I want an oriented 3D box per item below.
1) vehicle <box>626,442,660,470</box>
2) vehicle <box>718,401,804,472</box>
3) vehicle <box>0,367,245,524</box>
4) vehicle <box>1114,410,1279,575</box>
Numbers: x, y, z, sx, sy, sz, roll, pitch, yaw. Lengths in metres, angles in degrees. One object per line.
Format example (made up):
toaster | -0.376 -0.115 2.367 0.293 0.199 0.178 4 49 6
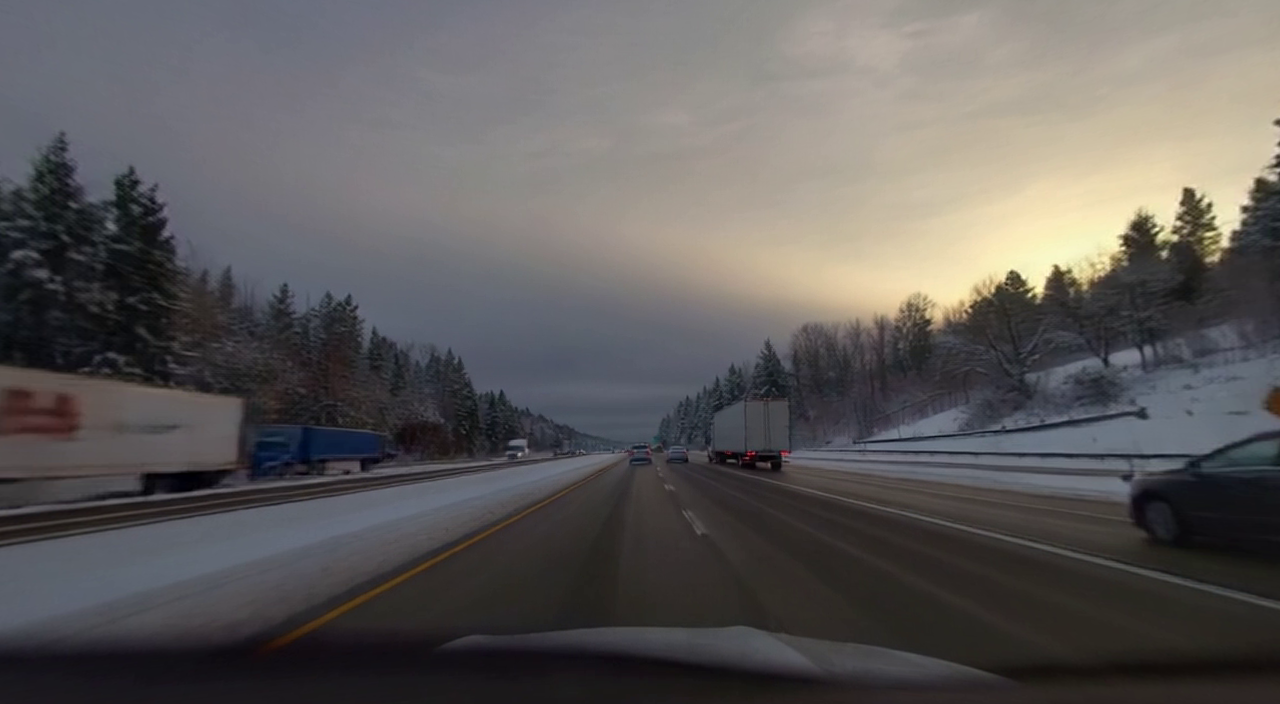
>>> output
vehicle | 0.178 6.880 41.802 2.114 1.706 4.106 0 -9 0
vehicle | 7.874 5.933 43.450 3.044 4.073 14.016 0 -9 0
vehicle | -16.977 3.034 20.422 2.811 4.030 8.188 0 -9 0
vehicle | 7.430 1.363 6.031 2.011 1.638 4.737 0 -9 -1
